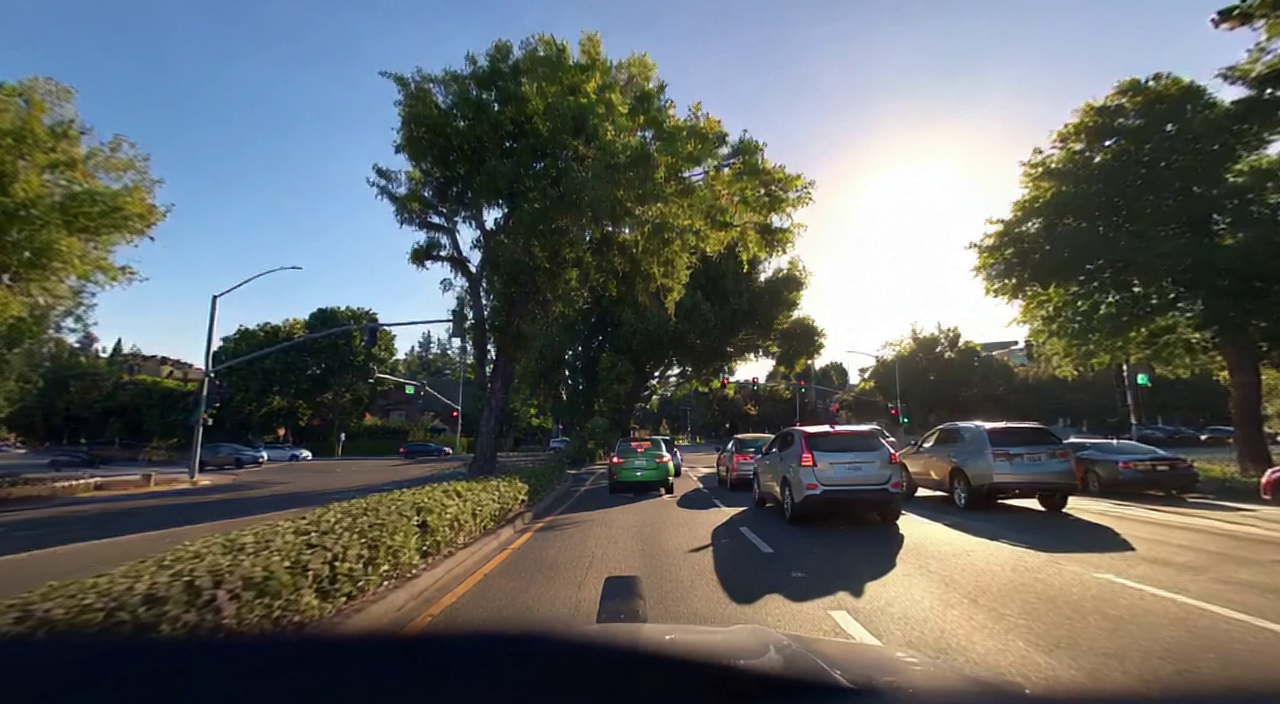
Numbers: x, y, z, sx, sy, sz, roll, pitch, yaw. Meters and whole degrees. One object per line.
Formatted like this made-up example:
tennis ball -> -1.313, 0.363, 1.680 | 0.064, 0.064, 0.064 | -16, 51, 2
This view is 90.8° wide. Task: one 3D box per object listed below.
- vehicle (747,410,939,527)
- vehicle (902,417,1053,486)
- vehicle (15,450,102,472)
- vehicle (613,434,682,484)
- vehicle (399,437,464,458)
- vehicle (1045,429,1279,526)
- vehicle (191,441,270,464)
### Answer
vehicle -> 3.543, 2.155, 12.249 | 2.111, 1.780, 4.990 | 0, -8, 1
vehicle -> 10.976, 3.309, 21.230 | 2.130, 1.988, 5.684 | 0, -8, 3
vehicle -> -40.766, 7.624, 44.296 | 4.630, 1.441, 1.923 | -1, -9, 9
vehicle -> 0.282, 3.461, 20.717 | 2.026, 1.458, 4.175 | 0, -8, 2
vehicle -> -15.586, 7.163, 47.354 | 4.076, 1.498, 2.175 | -1, -8, 5
vehicle -> 10.408, 2.364, 12.489 | 1.919, 1.549, 4.452 | 0, -8, 2
vehicle -> -29.716, 7.294, 45.907 | 4.517, 1.637, 1.935 | -1, -9, 9
